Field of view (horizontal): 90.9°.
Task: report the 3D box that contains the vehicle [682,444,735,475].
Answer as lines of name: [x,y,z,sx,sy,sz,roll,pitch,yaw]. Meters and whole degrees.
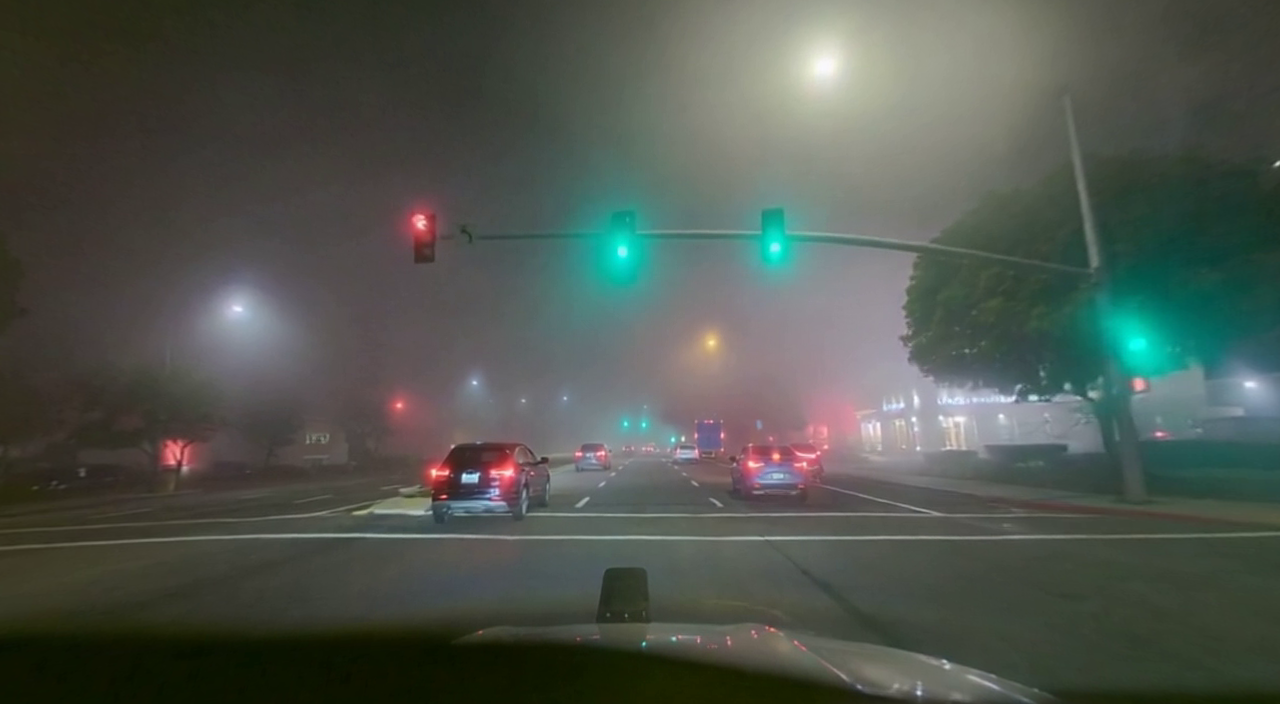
vehicle: [3.438,5.476,32.392,2.020,1.461,4.326,0,-8,-3]

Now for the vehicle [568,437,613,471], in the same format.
vehicle: [-2.734,5.737,35.599,2.137,1.796,4.304,0,-8,1]

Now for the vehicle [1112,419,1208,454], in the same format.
vehicle: [40.313,6.623,49.065,2.787,2.561,5.416,-1,-9,1]

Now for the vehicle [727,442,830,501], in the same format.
vehicle: [3.772,3.318,17.951,1.972,1.452,4.189,0,-8,0]

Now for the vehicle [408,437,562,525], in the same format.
vehicle: [-2.994,2.586,13.274,2.003,1.509,4.396,0,-8,2]
